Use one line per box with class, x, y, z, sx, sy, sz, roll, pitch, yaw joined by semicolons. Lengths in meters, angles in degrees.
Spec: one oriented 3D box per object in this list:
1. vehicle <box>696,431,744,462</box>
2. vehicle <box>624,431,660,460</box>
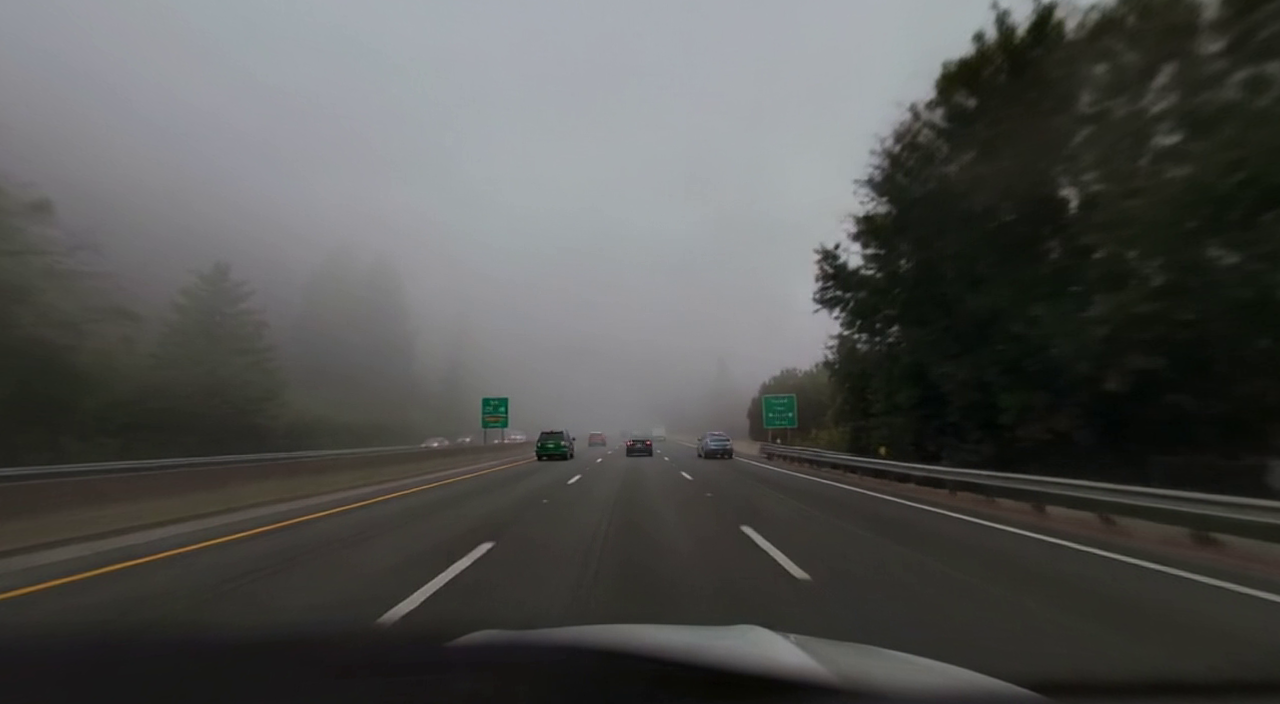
vehicle;3.989;4.757;31.926;1.841;1.491;3.869;0;-8;-2
vehicle;0.083;5.081;34.493;1.869;1.466;3.356;0;-8;-1
